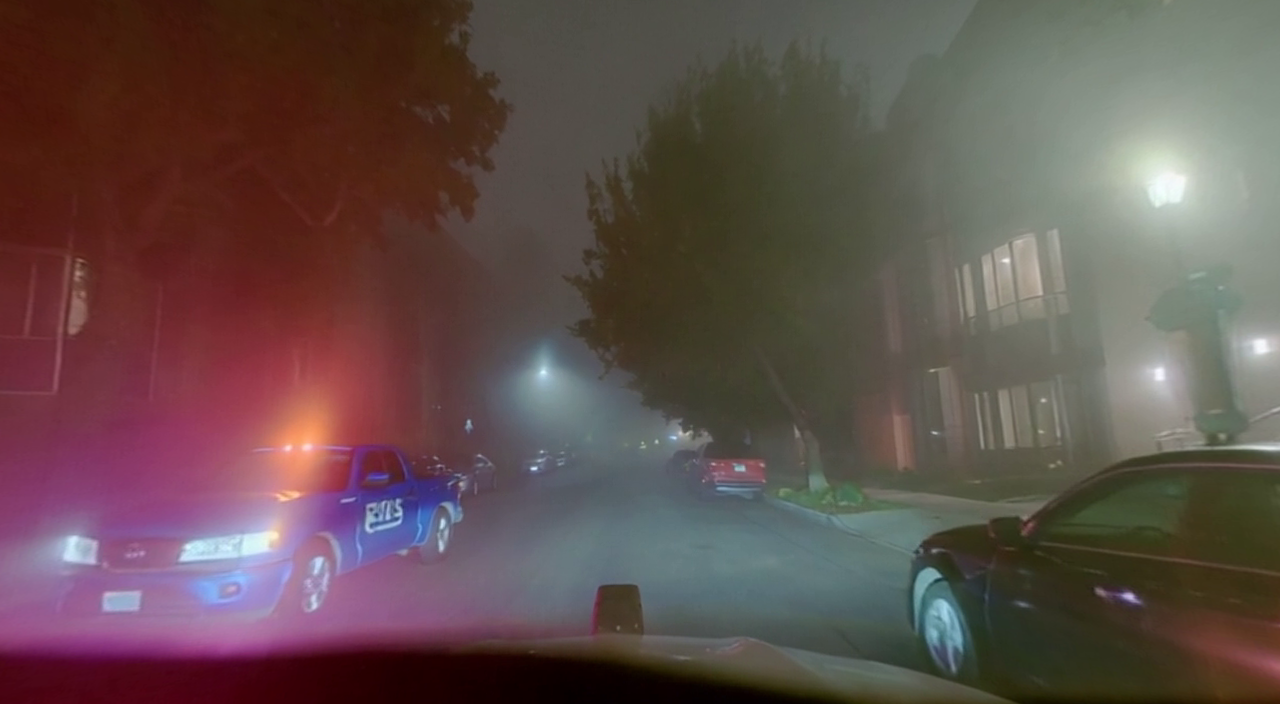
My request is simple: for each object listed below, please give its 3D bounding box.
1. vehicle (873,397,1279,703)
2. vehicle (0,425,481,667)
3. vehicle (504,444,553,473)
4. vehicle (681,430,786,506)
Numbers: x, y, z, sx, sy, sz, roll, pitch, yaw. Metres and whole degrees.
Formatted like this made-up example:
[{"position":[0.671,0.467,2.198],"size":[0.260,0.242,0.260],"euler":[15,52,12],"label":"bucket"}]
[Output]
[{"position":[2.613,0.896,1.865],"size":[1.845,1.479,4.727],"euler":[0,-8,-3],"label":"vehicle"},{"position":[-3.228,1.564,6.312],"size":[1.966,1.515,4.394],"euler":[0,-8,2],"label":"vehicle"},{"position":[-6.350,6.087,36.438],"size":[1.959,1.490,4.361],"euler":[0,-7,1],"label":"vehicle"},{"position":[2.207,2.875,16.108],"size":[1.878,1.664,4.033],"euler":[0,-8,-3],"label":"vehicle"}]
